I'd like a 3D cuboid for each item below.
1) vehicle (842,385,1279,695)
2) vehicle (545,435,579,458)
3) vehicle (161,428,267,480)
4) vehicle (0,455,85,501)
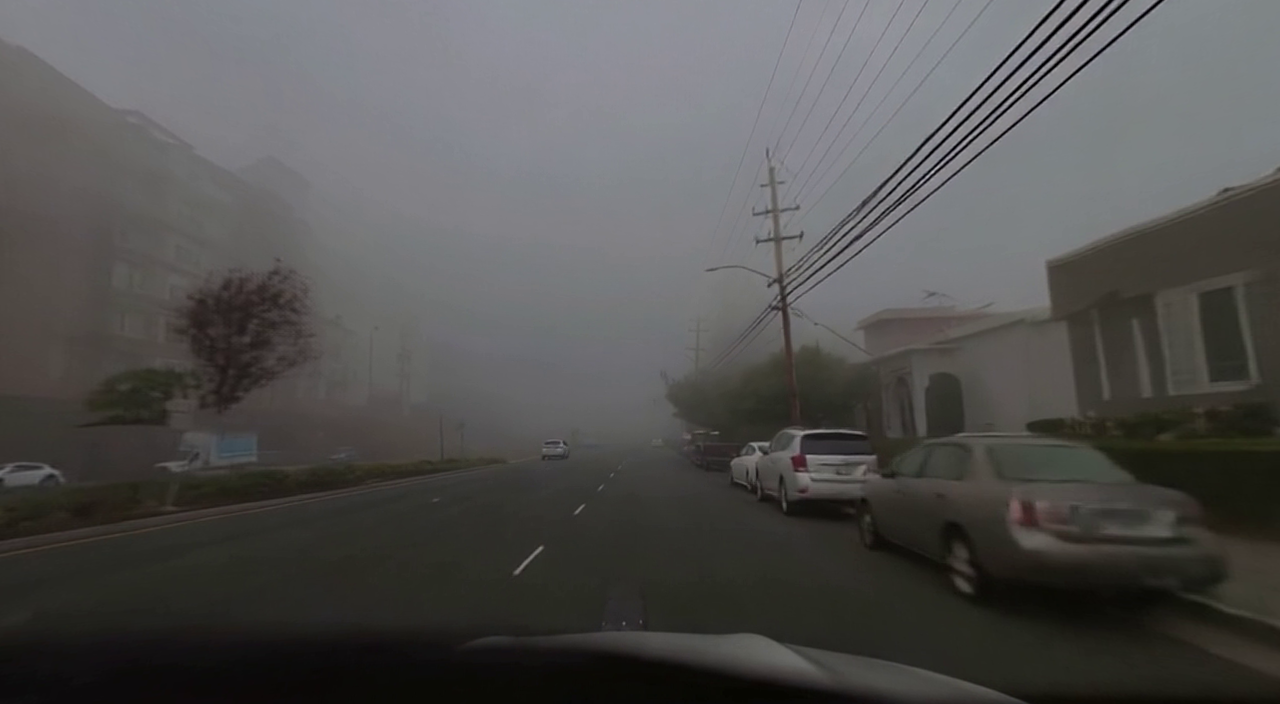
[{"bbox_3d":[3.675,1.356,5.850,2.041,1.661,4.773,0,-8,0],"label":"vehicle"},{"bbox_3d":[-5.986,7.299,48.858,2.000,1.671,4.497,0,-8,2],"label":"vehicle"},{"bbox_3d":[-25.689,6.171,38.433,2.223,2.895,5.824,0,-8,1],"label":"vehicle"},{"bbox_3d":[-25.783,5.093,25.710,2.121,1.699,4.506,0,-8,0],"label":"vehicle"}]
